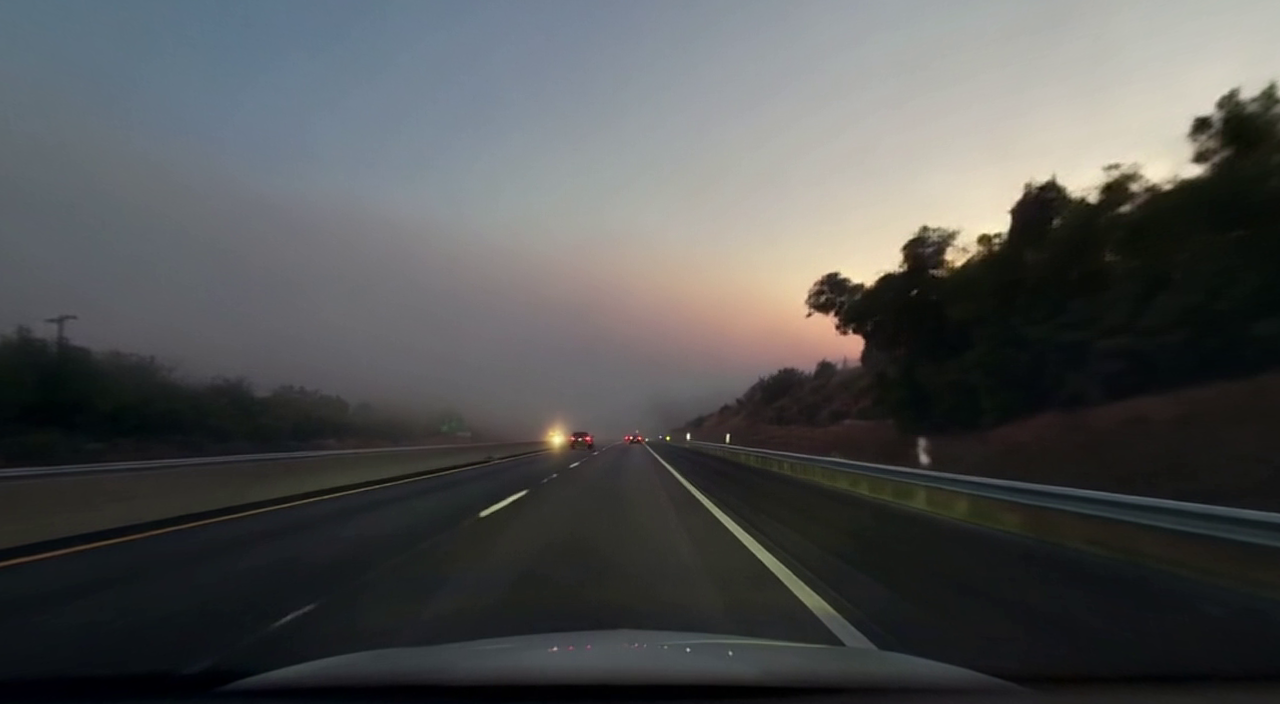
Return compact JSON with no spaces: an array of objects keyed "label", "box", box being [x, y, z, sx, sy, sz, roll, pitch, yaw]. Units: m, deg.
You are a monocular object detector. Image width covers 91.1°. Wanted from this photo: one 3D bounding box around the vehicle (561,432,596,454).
[{"label":"vehicle","box":[-4.598,6.907,47.888,2.149,1.532,4.905,0,-8,0]}]
